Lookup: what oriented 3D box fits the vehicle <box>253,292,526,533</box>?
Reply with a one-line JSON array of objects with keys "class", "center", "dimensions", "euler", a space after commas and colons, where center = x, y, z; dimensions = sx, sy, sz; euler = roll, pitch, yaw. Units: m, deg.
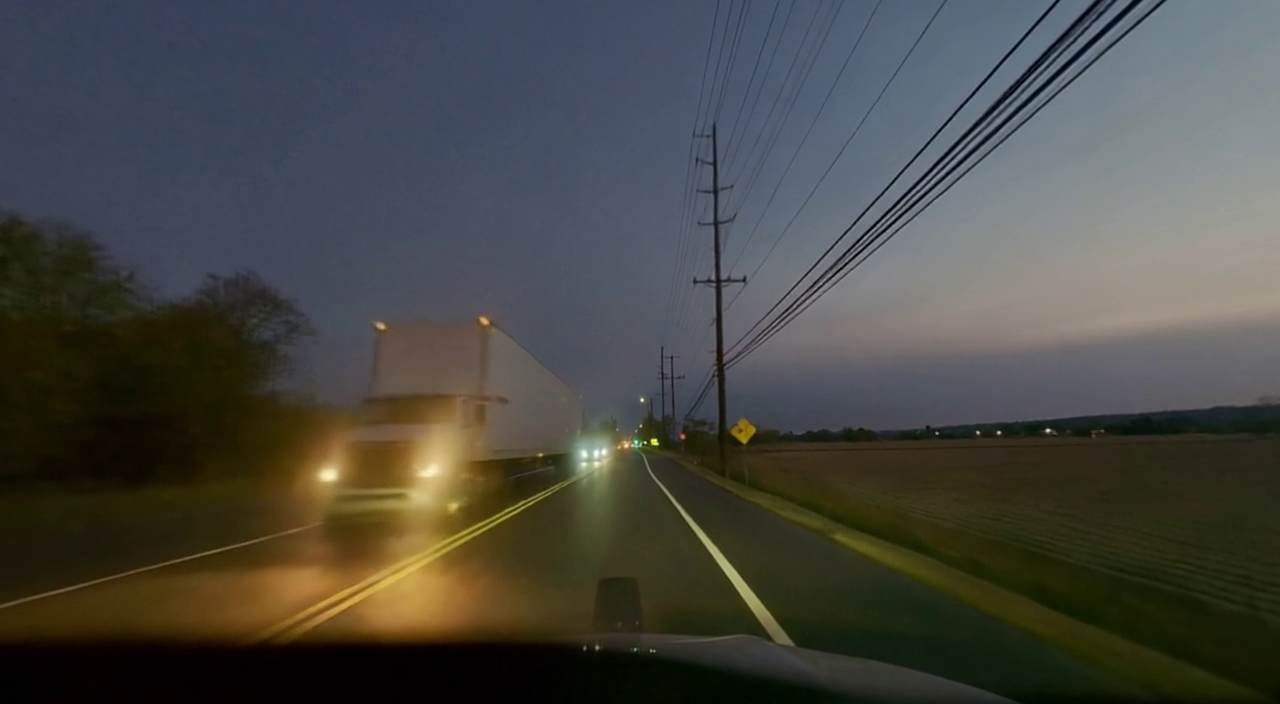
[{"class": "vehicle", "center": [-4.774, 1.465, 13.816], "dimensions": [3.544, 4.103, 5.897], "euler": [-1, -10, -1]}]
